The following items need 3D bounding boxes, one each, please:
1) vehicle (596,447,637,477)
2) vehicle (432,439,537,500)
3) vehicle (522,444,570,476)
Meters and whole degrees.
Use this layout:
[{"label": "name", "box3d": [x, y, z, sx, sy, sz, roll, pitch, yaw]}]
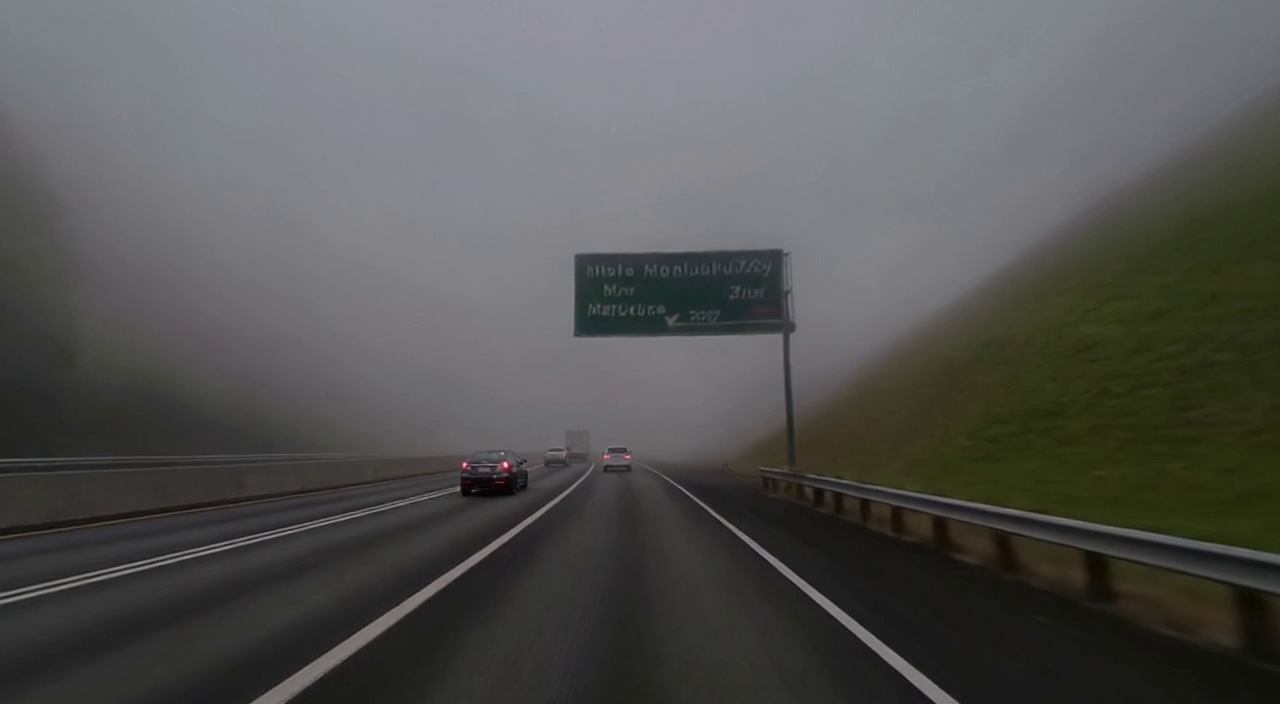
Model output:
[{"label": "vehicle", "box3d": [-1.249, 5.743, 33.262, 1.988, 1.440, 4.201, 0, -9, -2]}, {"label": "vehicle", "box3d": [-4.578, 3.532, 19.308, 2.208, 1.619, 4.162, 0, -9, -1]}, {"label": "vehicle", "box3d": [-5.057, 5.881, 34.552, 2.118, 1.624, 4.032, 0, -9, -1]}]
